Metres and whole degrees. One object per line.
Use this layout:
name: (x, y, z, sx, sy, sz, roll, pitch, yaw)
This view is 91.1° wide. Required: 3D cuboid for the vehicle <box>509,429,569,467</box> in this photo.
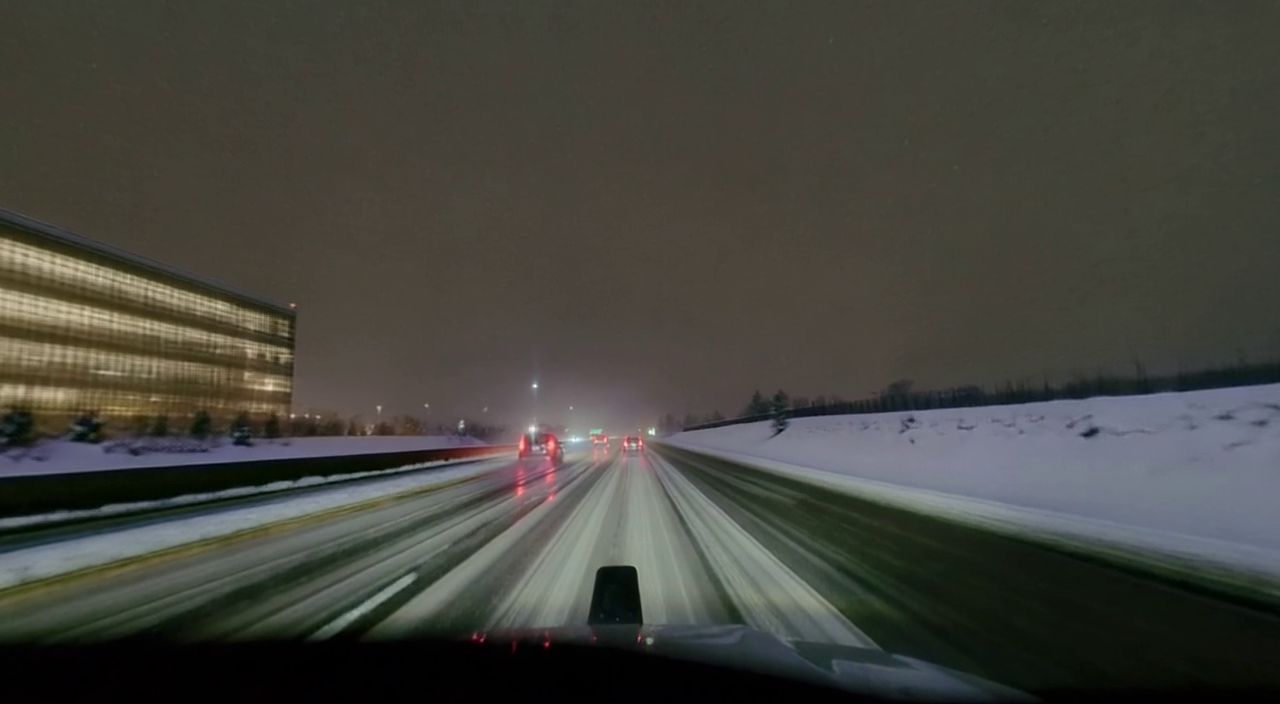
vehicle: (-4.572, 4.415, 29.111, 2.036, 1.612, 4.510, 0, -8, 0)
